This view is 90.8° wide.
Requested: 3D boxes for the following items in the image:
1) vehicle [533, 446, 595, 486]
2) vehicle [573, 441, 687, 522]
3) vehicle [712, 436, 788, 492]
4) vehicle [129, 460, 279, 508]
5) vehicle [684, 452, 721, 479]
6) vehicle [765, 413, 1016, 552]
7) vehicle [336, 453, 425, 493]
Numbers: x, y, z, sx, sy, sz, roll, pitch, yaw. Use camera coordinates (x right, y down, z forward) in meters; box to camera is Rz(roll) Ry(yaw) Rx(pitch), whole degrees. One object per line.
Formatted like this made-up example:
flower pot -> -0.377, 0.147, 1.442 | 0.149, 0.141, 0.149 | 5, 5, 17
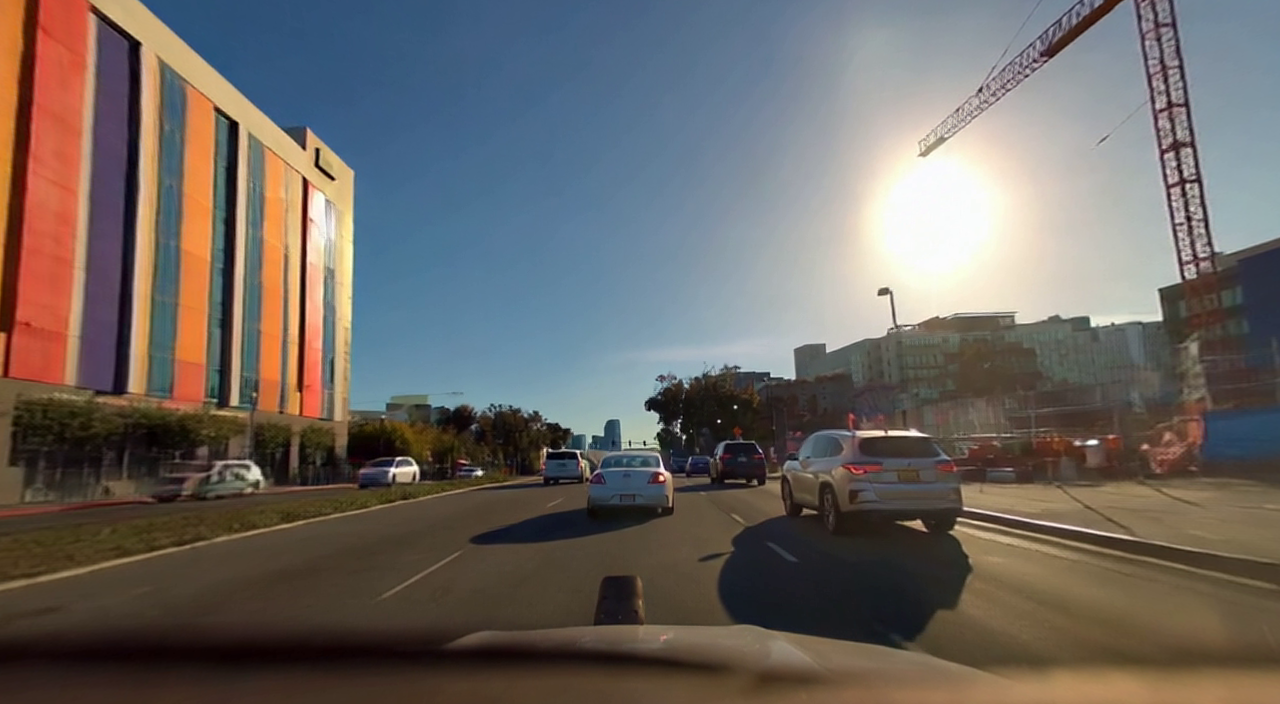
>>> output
vehicle -> -3.462, 5.284, 29.557 | 2.201, 1.691, 4.305 | 0, -8, 2
vehicle -> -0.148, 2.757, 14.029 | 2.131, 1.496, 4.193 | 0, -8, 1
vehicle -> 4.088, 4.240, 24.335 | 2.124, 1.896, 4.914 | 0, -8, 1
vehicle -> -16.056, 4.850, 23.671 | 2.078, 1.496, 4.769 | 0, -8, 2
vehicle -> 4.091, 7.509, 42.035 | 2.115, 1.636, 4.104 | 0, -8, 2
vehicle -> 3.760, 2.062, 10.745 | 2.185, 1.797, 4.934 | 0, -8, -1
vehicle -> -12.390, 5.774, 30.527 | 2.202, 1.714, 4.509 | -1, -8, 3
